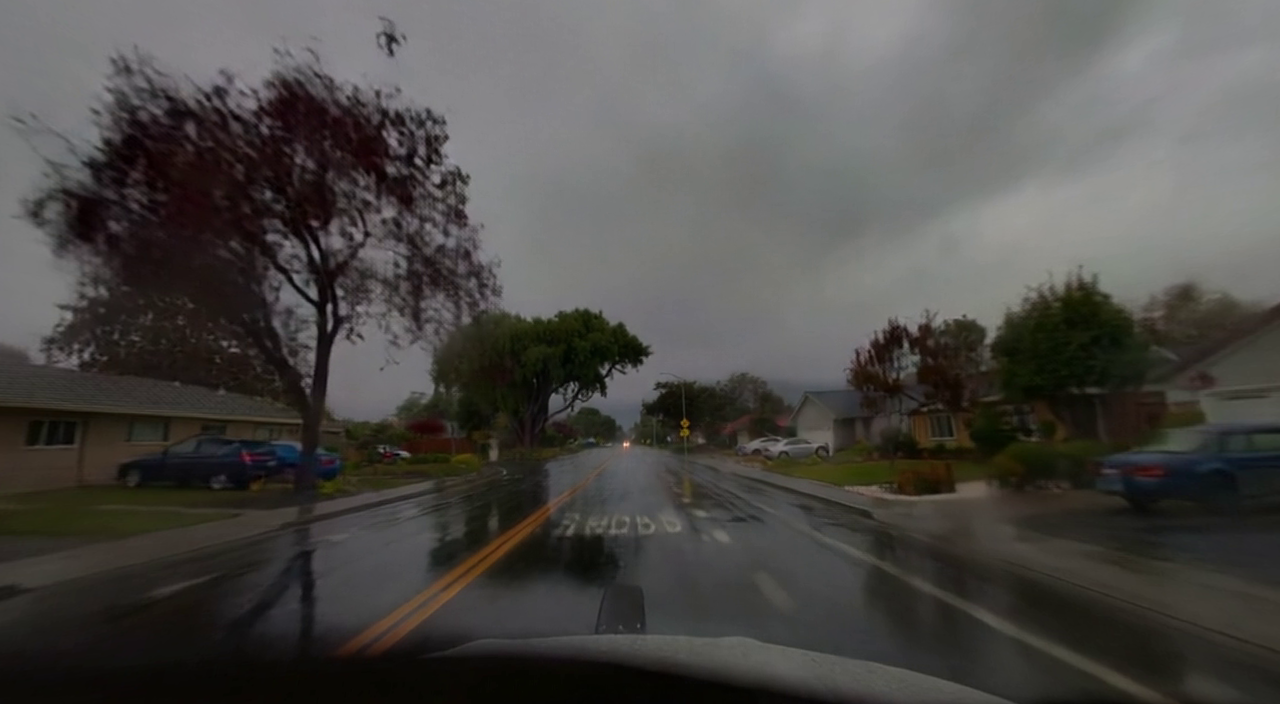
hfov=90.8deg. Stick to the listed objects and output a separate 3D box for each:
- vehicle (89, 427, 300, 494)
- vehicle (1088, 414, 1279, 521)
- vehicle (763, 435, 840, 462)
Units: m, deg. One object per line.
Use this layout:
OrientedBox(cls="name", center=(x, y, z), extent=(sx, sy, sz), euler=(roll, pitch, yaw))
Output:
OrientedBox(cls="vehicle", center=(-12.835, 3.139, 18.441), extent=(4.549, 1.802, 2.081), euler=(0, -9, 2))
OrientedBox(cls="vehicle", center=(10.763, 1.839, 10.747), extent=(4.751, 1.518, 1.885), euler=(-4, -9, -1))
OrientedBox(cls="vehicle", center=(10.776, 6.462, 42.349), extent=(4.493, 1.493, 1.926), euler=(-3, -8, -4))
